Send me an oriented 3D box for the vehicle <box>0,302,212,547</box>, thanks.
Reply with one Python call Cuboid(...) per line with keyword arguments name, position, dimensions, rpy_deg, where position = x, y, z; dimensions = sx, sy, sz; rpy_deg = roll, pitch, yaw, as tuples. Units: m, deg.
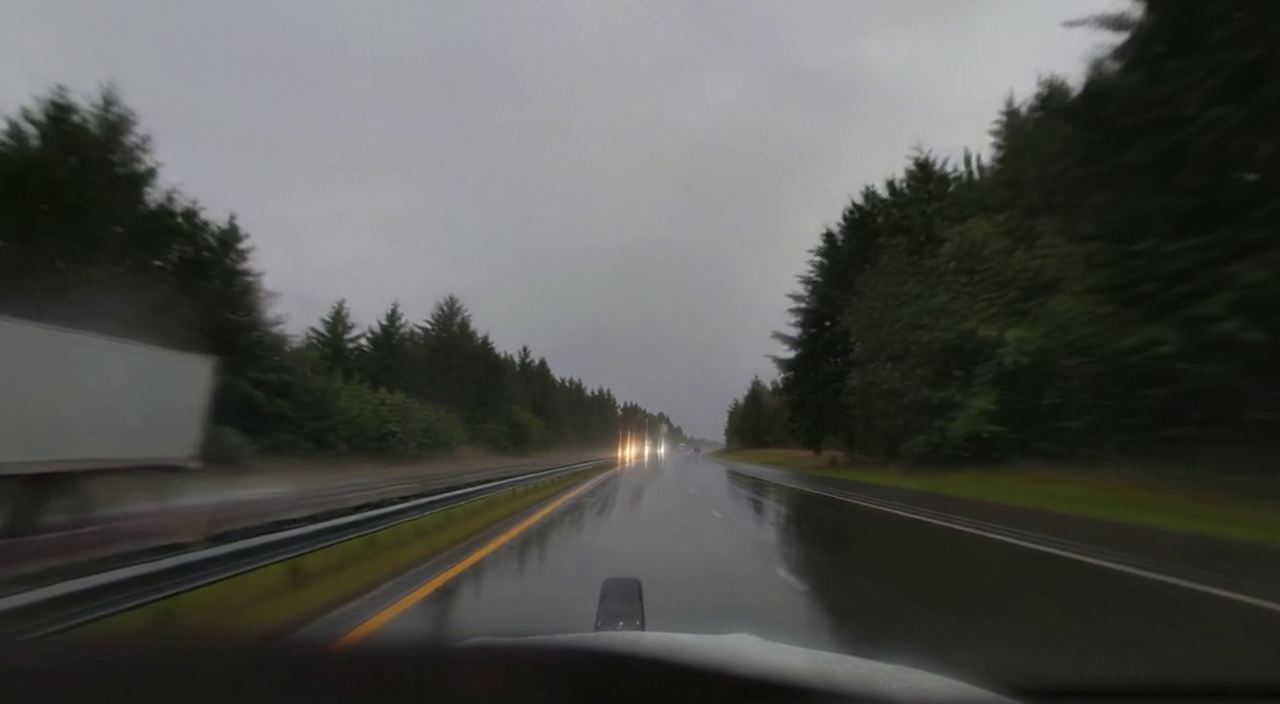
Cuboid(name="vehicle", position=(-12.490, 0.843, 8.270), dimensions=(2.857, 4.186, 15.405), rpy_deg=(0, -9, 1))
